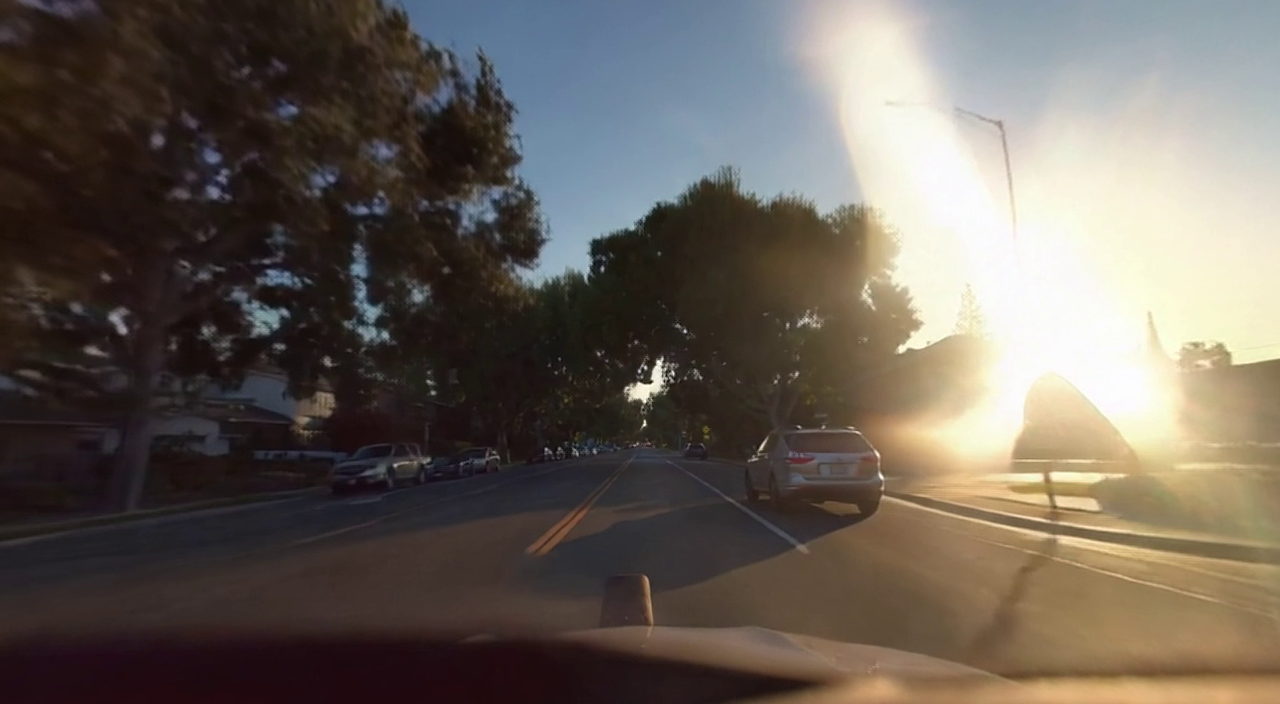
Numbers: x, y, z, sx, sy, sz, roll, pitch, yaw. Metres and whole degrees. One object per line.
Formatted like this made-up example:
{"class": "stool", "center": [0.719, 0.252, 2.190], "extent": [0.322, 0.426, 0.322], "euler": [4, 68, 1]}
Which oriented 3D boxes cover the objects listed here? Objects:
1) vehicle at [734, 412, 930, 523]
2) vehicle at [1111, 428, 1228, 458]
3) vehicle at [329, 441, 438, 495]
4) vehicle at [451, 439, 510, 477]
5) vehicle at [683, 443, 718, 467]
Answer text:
{"class": "vehicle", "center": [3.732, 2.421, 13.806], "extent": [2.497, 1.889, 5.833], "euler": [-1, -8, 1]}
{"class": "vehicle", "center": [28.501, 4.933, 34.032], "extent": [4.578, 1.511, 1.857], "euler": [0, -8, 0]}
{"class": "vehicle", "center": [-10.403, 4.725, 26.153], "extent": [2.261, 1.851, 5.724], "euler": [-3, -8, -1]}
{"class": "vehicle", "center": [-10.152, 6.774, 40.582], "extent": [2.254, 2.127, 5.697], "euler": [-3, -9, 0]}
{"class": "vehicle", "center": [3.971, 6.793, 41.756], "extent": [1.956, 1.492, 4.425], "euler": [-1, -8, 1]}
